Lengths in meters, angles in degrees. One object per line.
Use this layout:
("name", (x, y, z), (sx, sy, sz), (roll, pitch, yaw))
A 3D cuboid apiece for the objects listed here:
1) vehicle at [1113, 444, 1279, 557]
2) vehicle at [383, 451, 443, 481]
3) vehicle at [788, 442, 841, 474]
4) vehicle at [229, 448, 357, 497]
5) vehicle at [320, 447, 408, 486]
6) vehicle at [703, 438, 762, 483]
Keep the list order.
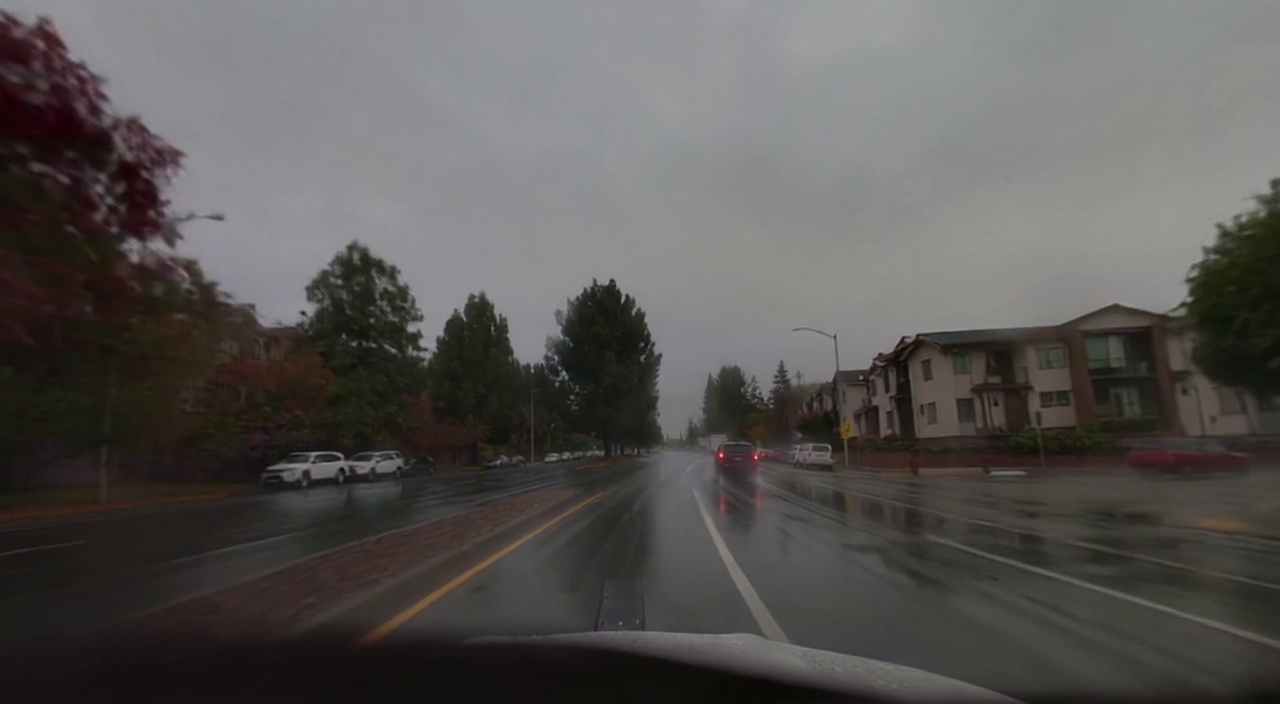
("vehicle", (9.484, 2.085, 9.140), (1.928, 1.482, 4.461), (-1, -9, 2))
("vehicle", (-15.178, 7.615, 42.565), (2.014, 1.734, 4.651), (-2, -8, 5))
("vehicle", (11.750, 7.158, 43.035), (2.460, 2.002, 5.900), (-1, -9, 6))
("vehicle", (-16.210, 5.635, 30.064), (2.239, 1.926, 6.159), (-3, -8, 5))
("vehicle", (-15.854, 6.569, 36.763), (2.194, 2.022, 5.828), (-1, -9, 4))
("vehicle", (3.908, 4.681, 27.527), (2.085, 1.763, 4.490), (-1, -9, 3))
